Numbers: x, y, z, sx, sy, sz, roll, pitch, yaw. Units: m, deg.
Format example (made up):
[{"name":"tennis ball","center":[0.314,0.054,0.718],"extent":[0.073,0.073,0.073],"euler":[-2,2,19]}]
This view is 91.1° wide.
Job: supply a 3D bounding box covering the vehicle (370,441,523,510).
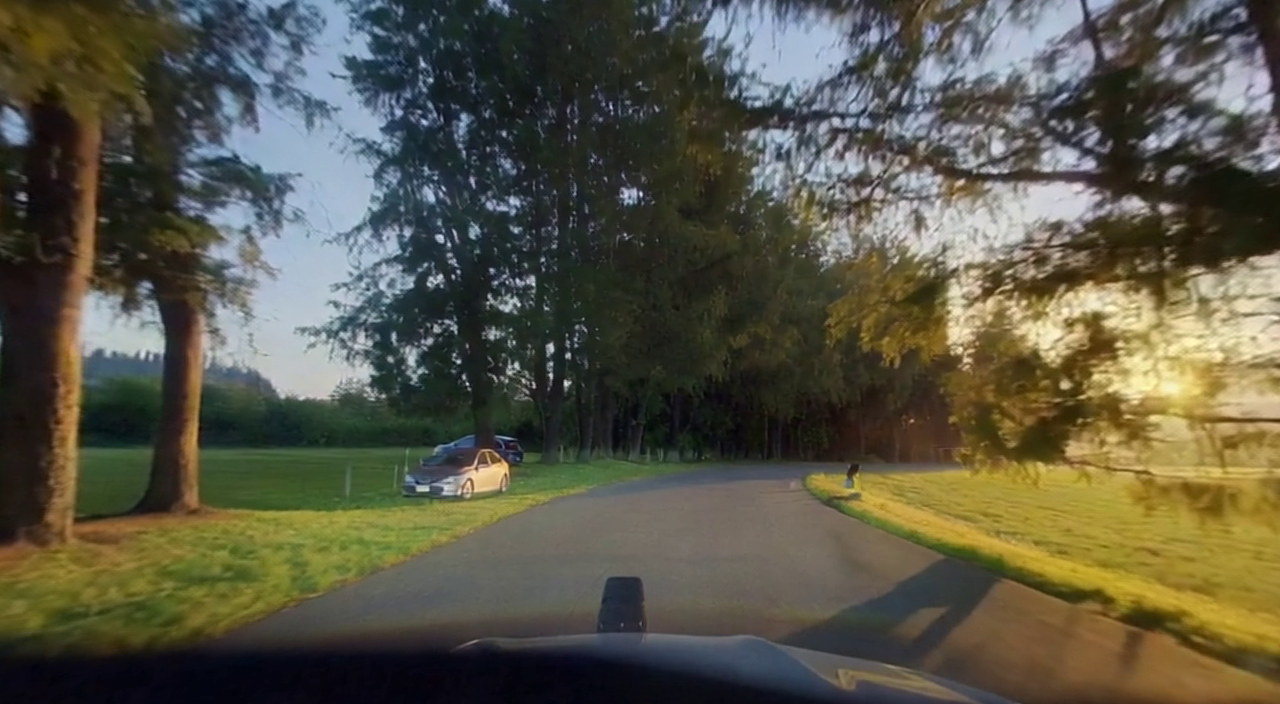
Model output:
[{"name":"vehicle","center":[-4.800,3.141,16.535],"extent":[2.166,1.512,4.822],"euler":[0,-9,5]}]
